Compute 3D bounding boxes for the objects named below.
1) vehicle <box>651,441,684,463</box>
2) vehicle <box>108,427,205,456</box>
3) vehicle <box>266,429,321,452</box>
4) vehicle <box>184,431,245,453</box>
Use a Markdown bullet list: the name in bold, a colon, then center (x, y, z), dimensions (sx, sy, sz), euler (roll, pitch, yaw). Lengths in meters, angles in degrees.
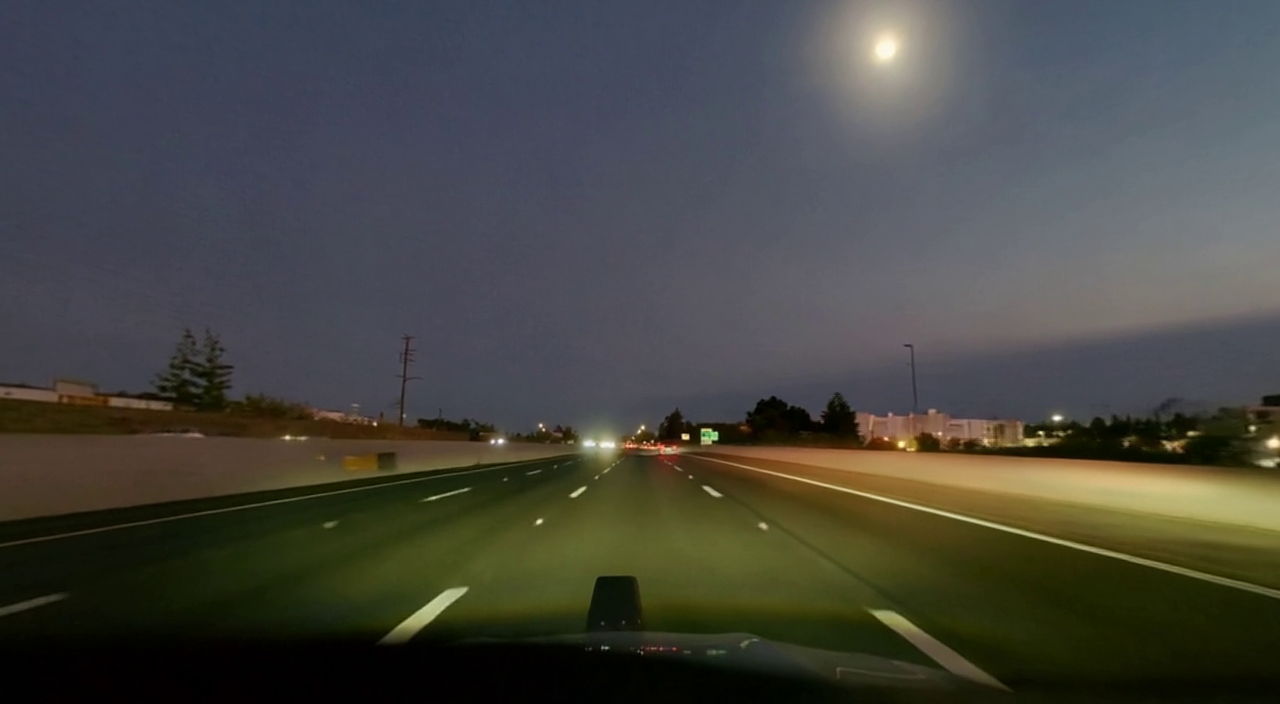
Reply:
- **vehicle**: center (1.884, 7.025, 44.400), dimensions (2.036, 1.486, 4.375), euler (0, -8, -2)
- **vehicle**: center (-25.969, 4.845, 34.088), dimensions (1.737, 1.421, 4.473), euler (0, -8, 0)
- **vehicle**: center (-26.350, 6.784, 48.116), dimensions (1.796, 1.563, 3.964), euler (3, -8, 0)
- **vehicle**: center (-29.933, 6.385, 44.500), dimensions (1.671, 1.450, 3.753), euler (0, -8, 0)
